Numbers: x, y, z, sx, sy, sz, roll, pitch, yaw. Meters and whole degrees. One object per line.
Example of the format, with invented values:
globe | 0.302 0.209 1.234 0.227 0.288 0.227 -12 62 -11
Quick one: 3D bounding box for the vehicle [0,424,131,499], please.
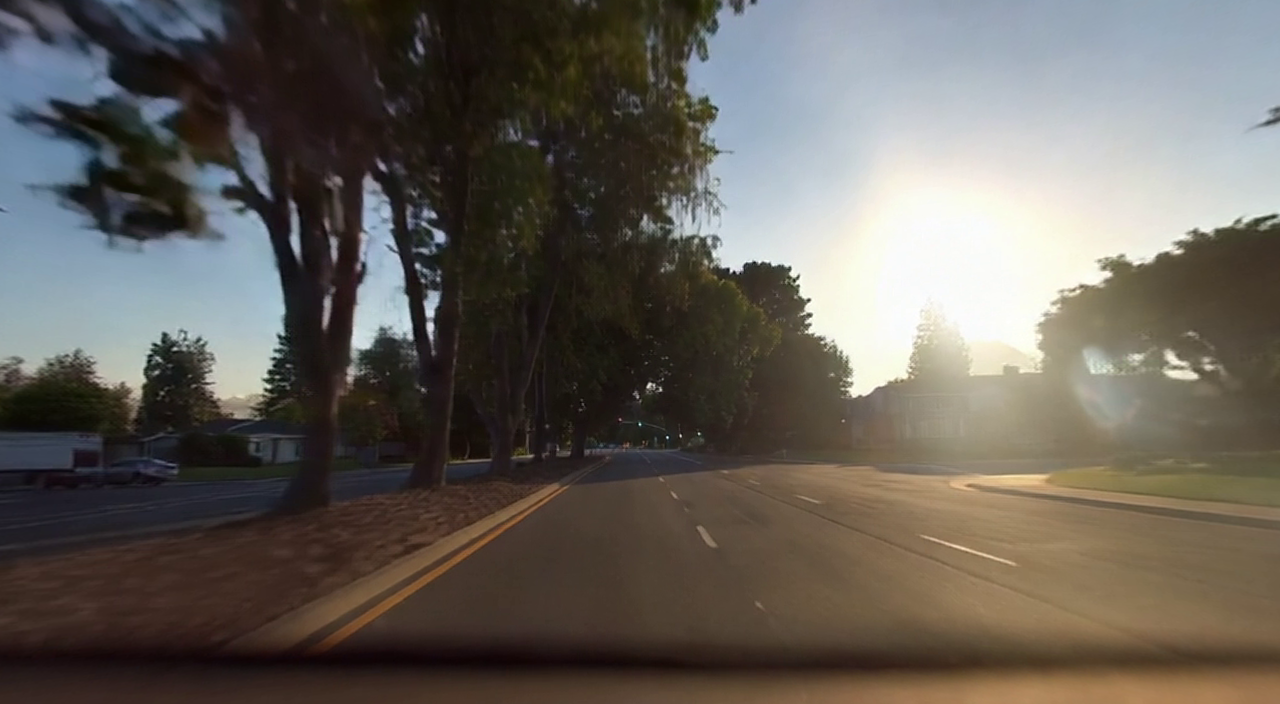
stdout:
vehicle | -28.936 5.164 29.230 8.492 3.055 3.116 -4 -9 6
